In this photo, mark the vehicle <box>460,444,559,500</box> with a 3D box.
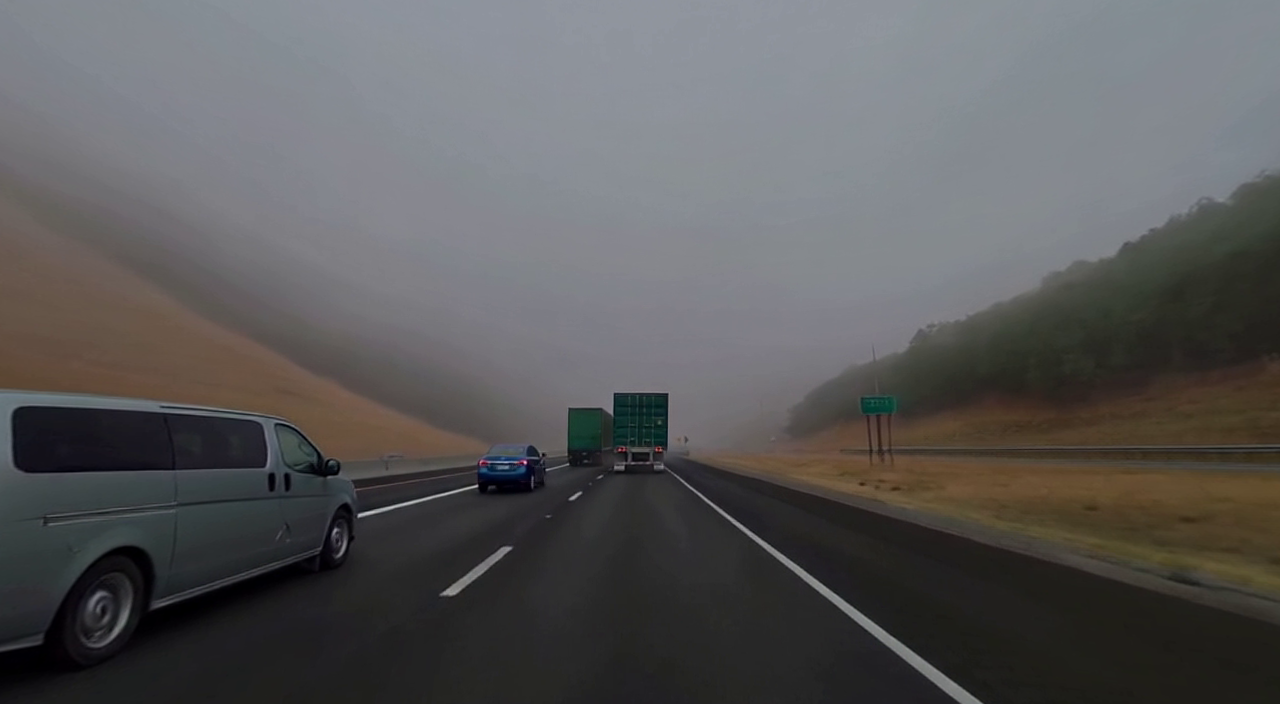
[{"bbox_3d":[-3.683,3.446,18.608,1.950,1.446,4.224,0,-8,1],"label":"vehicle"}]

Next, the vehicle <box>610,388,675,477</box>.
[{"bbox_3d":[0.250,4.460,34.208,2.913,3.988,10.874,0,-8,2],"label":"vehicle"}]

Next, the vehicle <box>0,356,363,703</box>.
[{"bbox_3d":[-4.153,1.129,4.446,2.136,1.779,4.875,0,-8,0],"label":"vehicle"}]
